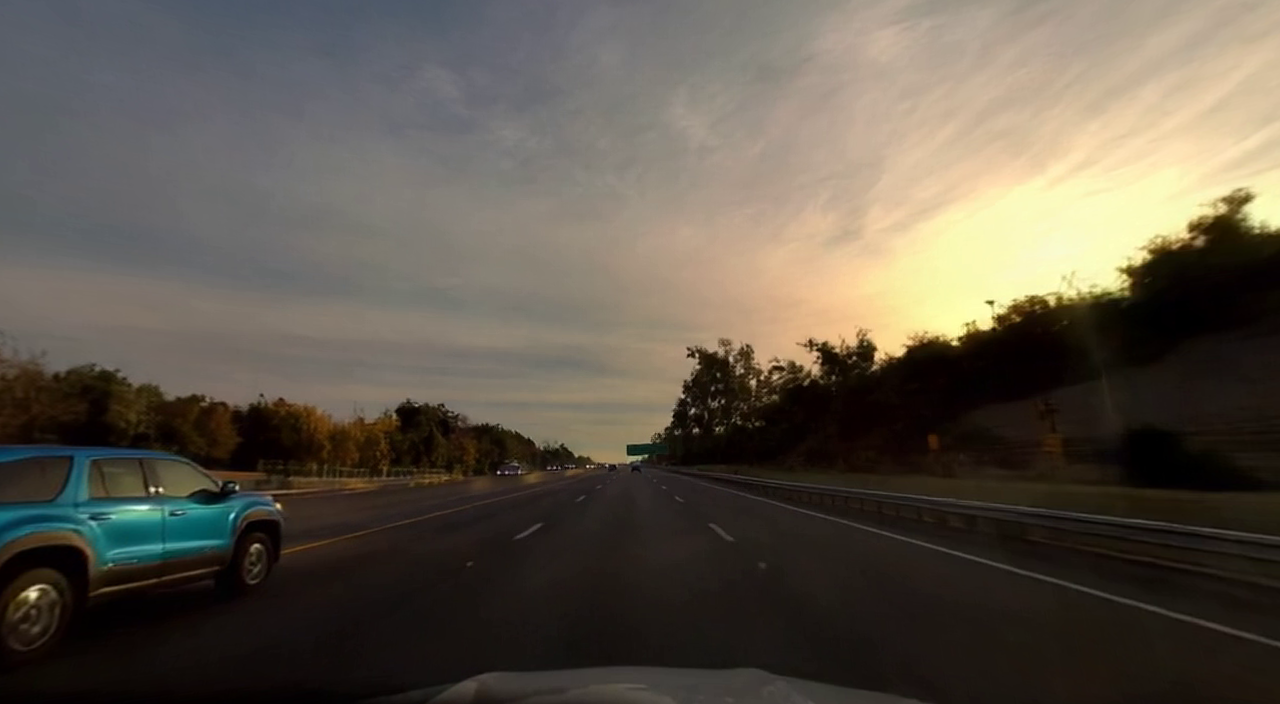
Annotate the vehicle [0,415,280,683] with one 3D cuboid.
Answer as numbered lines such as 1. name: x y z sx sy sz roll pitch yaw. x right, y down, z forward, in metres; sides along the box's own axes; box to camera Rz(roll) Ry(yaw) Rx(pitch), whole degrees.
1. vehicle: -4.666 1.264 4.363 1.914 1.534 4.015 1 -10 0
